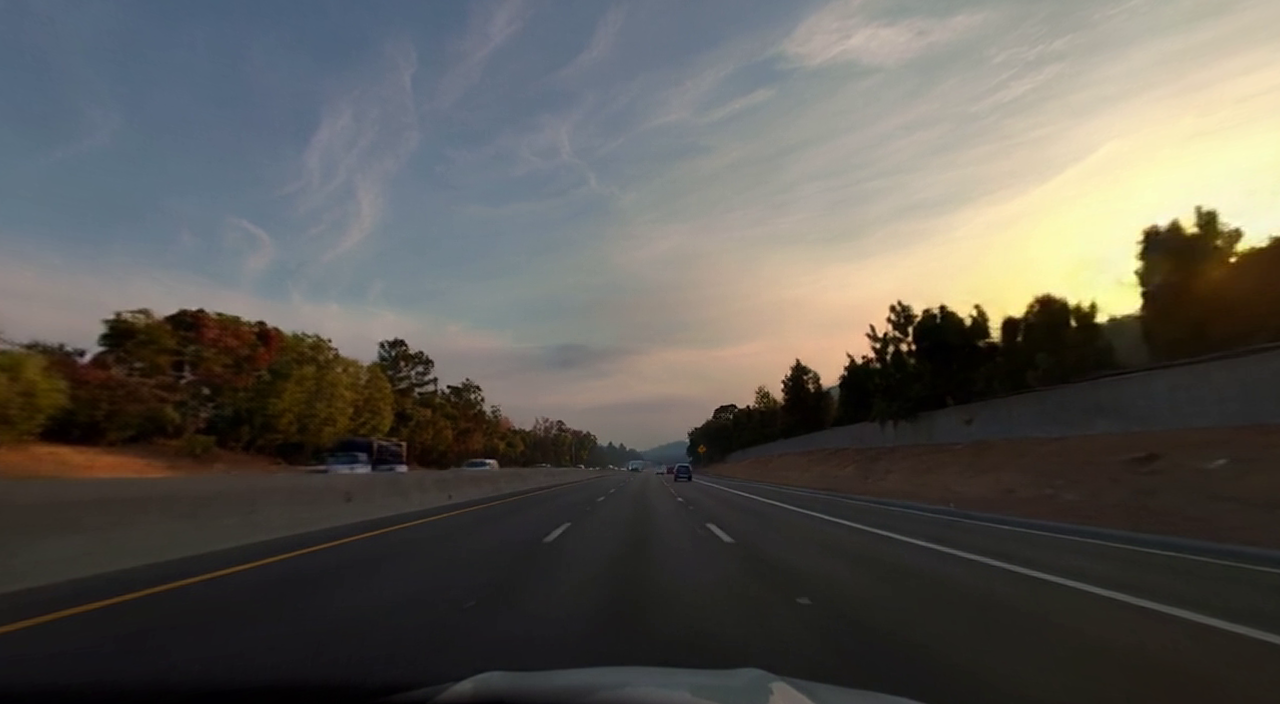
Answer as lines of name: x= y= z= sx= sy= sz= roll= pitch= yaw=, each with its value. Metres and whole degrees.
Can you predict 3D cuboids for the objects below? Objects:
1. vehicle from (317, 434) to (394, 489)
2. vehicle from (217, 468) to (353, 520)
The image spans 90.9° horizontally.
vehicle: x=-21.540 y=8.357 z=48.047 sx=2.867 sy=3.883 sz=5.784 roll=1 pitch=-10 yaw=1
vehicle: x=-10.889 y=4.369 z=19.715 sx=1.902 sy=1.395 sz=4.007 roll=1 pitch=-10 yaw=0
